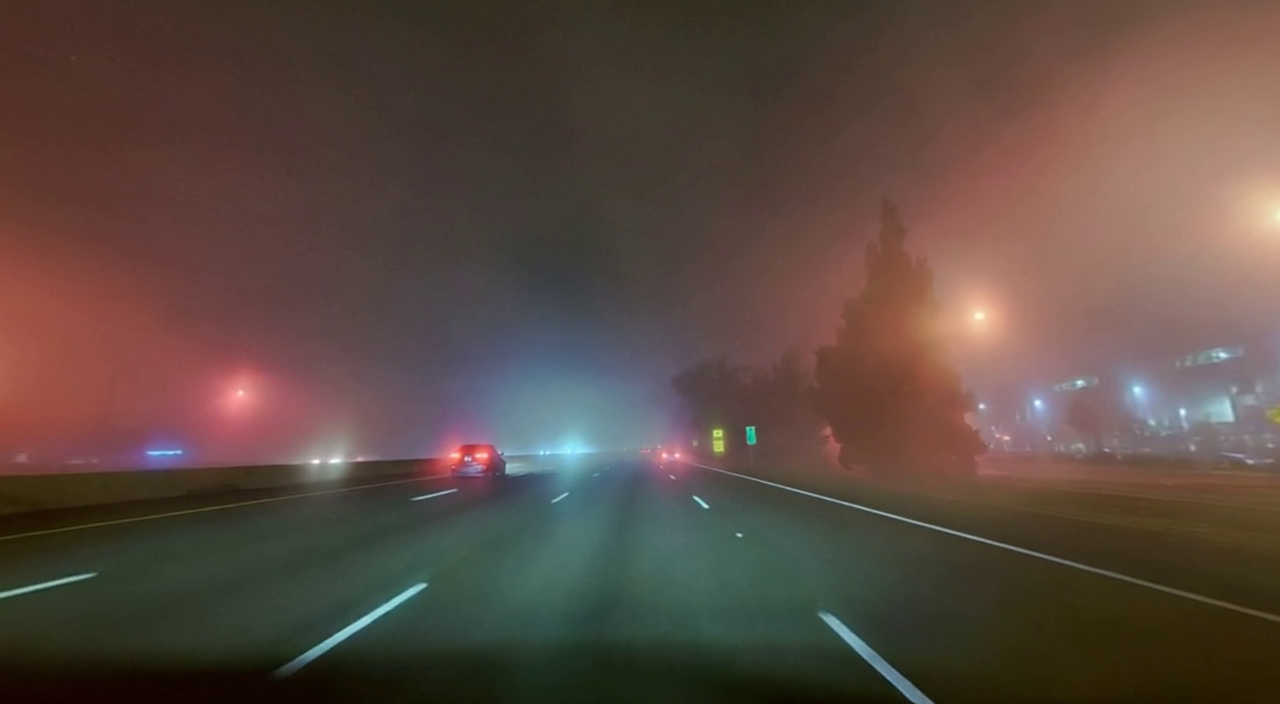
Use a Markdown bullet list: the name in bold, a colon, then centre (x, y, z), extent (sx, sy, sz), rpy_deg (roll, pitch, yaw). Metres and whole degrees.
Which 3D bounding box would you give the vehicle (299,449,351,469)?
- **vehicle**: centre (-24.791, 8.408, 49.917), extent (1.786, 1.482, 4.453), rpy_deg (0, -8, 0)

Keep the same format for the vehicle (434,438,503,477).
- **vehicle**: centre (-8.077, 4.986, 30.141), extent (2.089, 1.724, 4.327), rpy_deg (0, -9, 0)
